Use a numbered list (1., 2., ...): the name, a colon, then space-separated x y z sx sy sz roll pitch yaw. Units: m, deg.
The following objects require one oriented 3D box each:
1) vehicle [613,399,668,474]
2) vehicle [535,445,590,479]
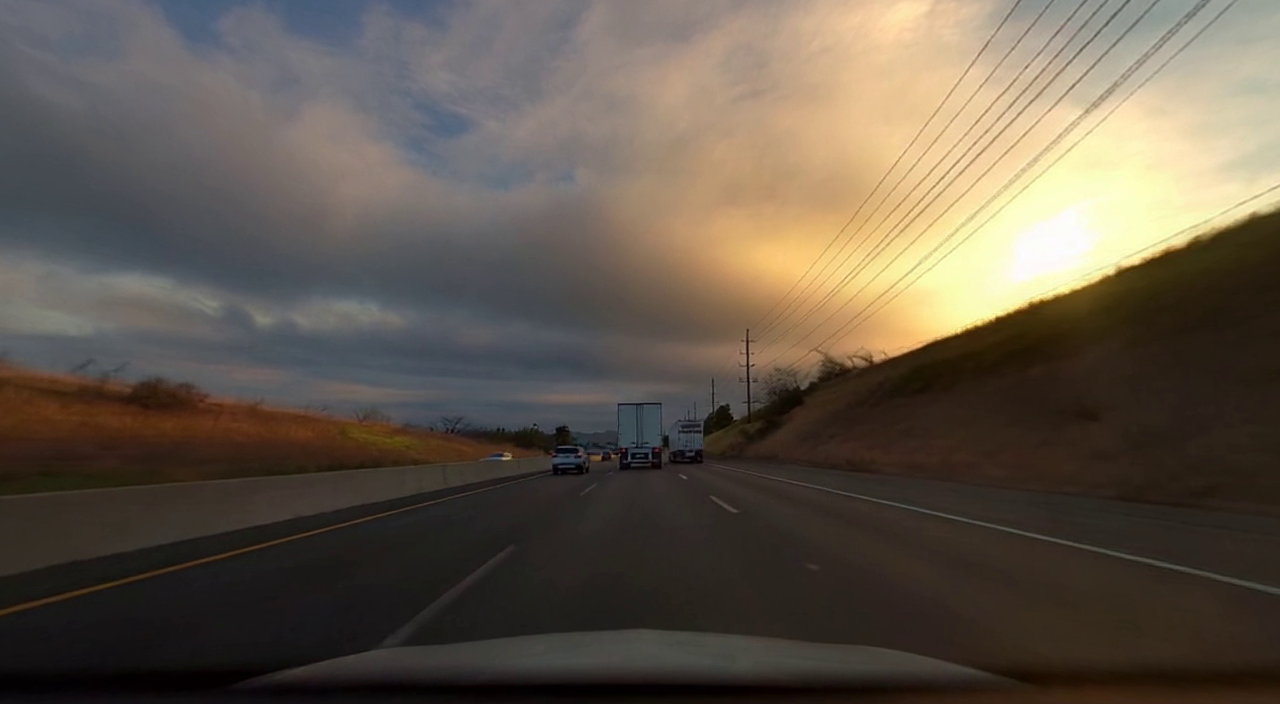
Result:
1. vehicle: 0.069 5.427 39.789 2.985 4.025 10.982 0 -9 0
2. vehicle: -3.758 5.432 31.441 2.128 1.533 4.694 0 -9 0
